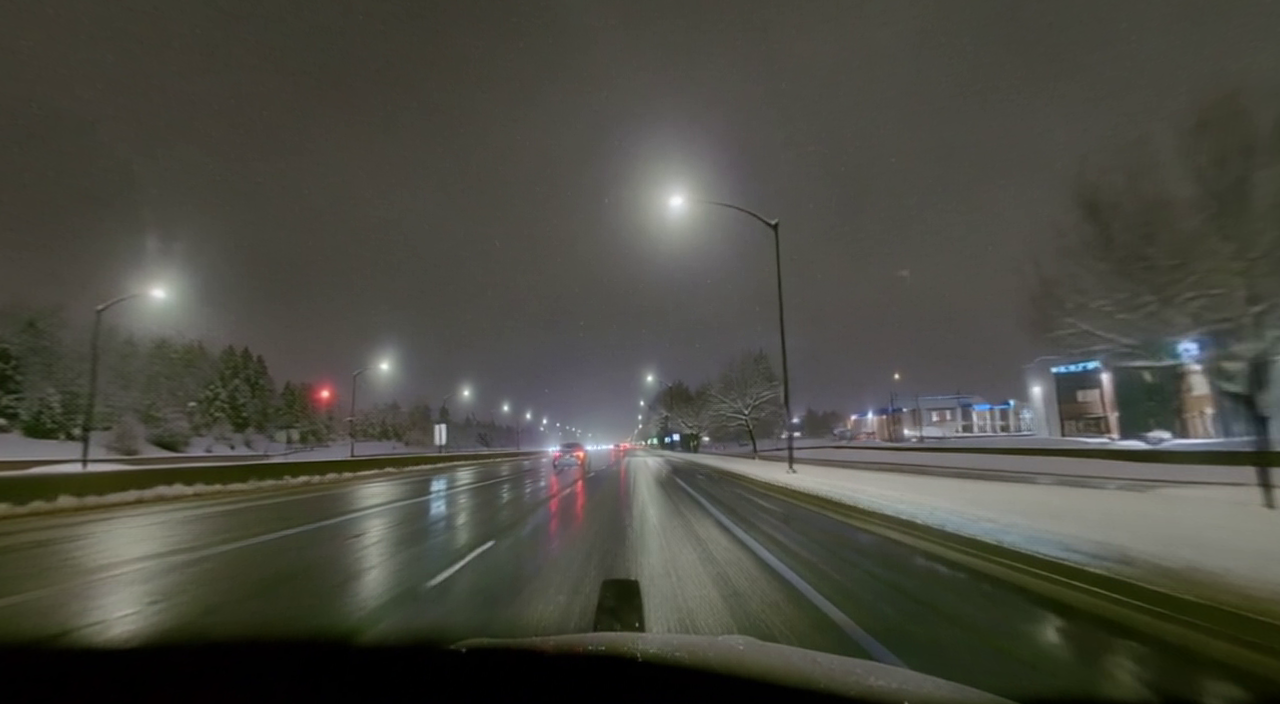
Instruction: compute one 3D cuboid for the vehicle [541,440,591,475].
[{"bbox_3d":[-3.982,5.740,34.712,2.150,1.761,4.697,-1,-8,0],"label":"vehicle"}]
